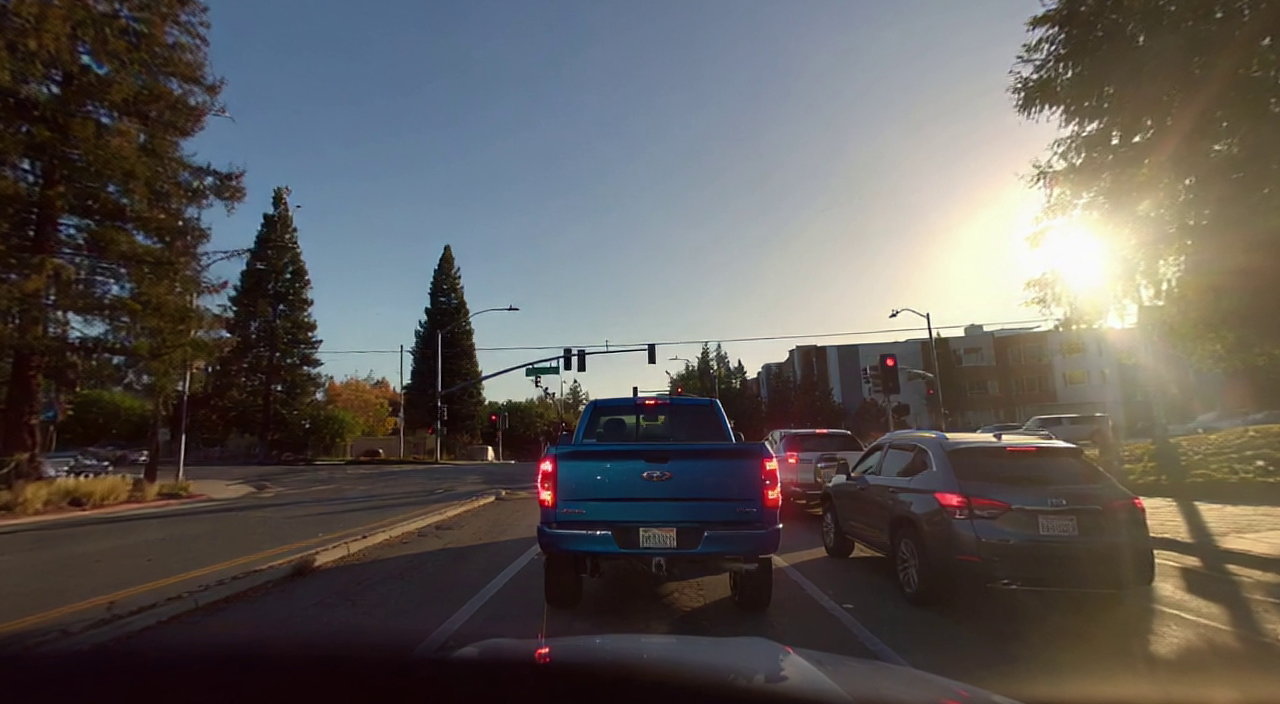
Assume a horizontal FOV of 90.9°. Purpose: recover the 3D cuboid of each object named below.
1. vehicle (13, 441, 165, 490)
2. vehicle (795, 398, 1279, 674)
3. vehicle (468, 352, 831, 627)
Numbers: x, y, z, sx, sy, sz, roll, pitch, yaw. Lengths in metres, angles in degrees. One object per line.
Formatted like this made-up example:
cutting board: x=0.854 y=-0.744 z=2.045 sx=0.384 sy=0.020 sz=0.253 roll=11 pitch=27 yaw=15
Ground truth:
vehicle: x=-21.745 y=4.459 z=25.197 sx=2.062 sy=1.764 sz=4.508 roll=0 pitch=-8 yaw=-2
vehicle: x=3.331 y=1.500 z=6.485 sx=2.155 sy=1.667 sz=5.162 roll=0 pitch=-8 yaw=0
vehicle: x=0.094 y=1.394 z=7.408 sx=2.636 sy=2.011 sz=5.425 roll=0 pitch=-8 yaw=1
